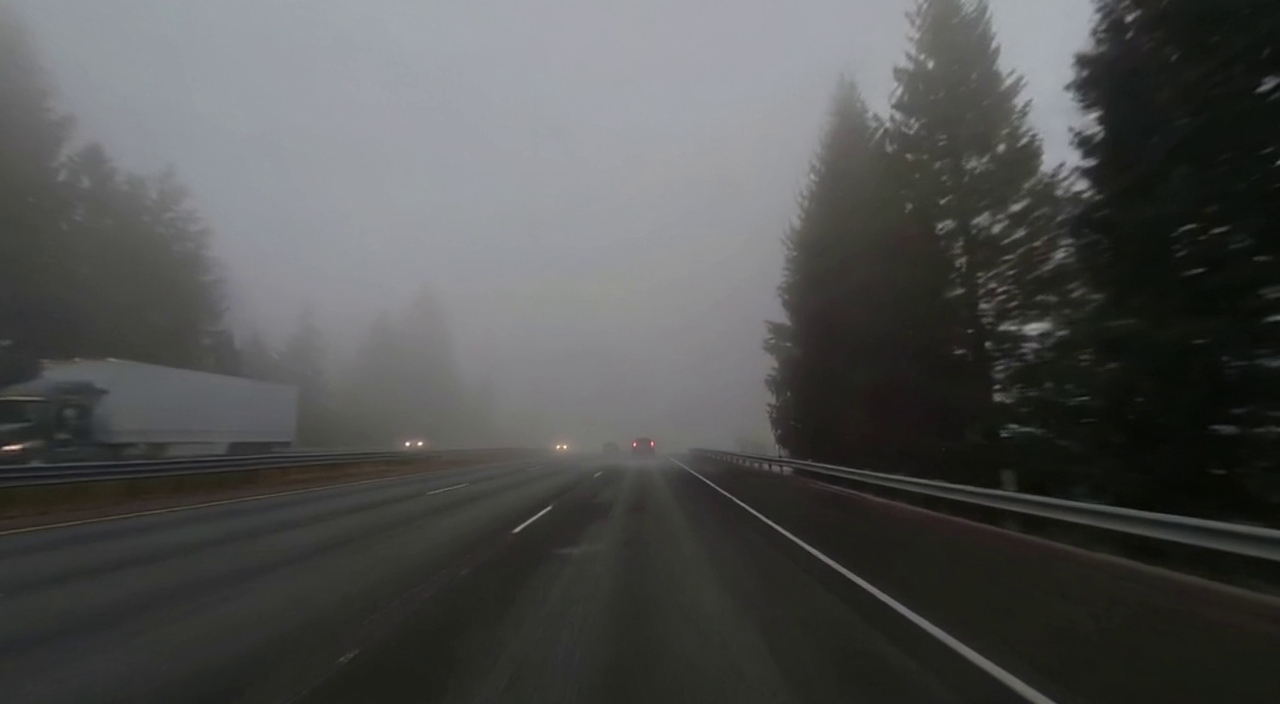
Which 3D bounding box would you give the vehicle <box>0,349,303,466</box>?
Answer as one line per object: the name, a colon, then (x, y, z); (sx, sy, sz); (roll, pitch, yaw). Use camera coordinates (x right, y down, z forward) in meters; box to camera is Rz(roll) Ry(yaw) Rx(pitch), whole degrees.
vehicle: (-23.661, 3.327, 32.510); (2.909, 4.430, 17.283); (0, -8, 0)
